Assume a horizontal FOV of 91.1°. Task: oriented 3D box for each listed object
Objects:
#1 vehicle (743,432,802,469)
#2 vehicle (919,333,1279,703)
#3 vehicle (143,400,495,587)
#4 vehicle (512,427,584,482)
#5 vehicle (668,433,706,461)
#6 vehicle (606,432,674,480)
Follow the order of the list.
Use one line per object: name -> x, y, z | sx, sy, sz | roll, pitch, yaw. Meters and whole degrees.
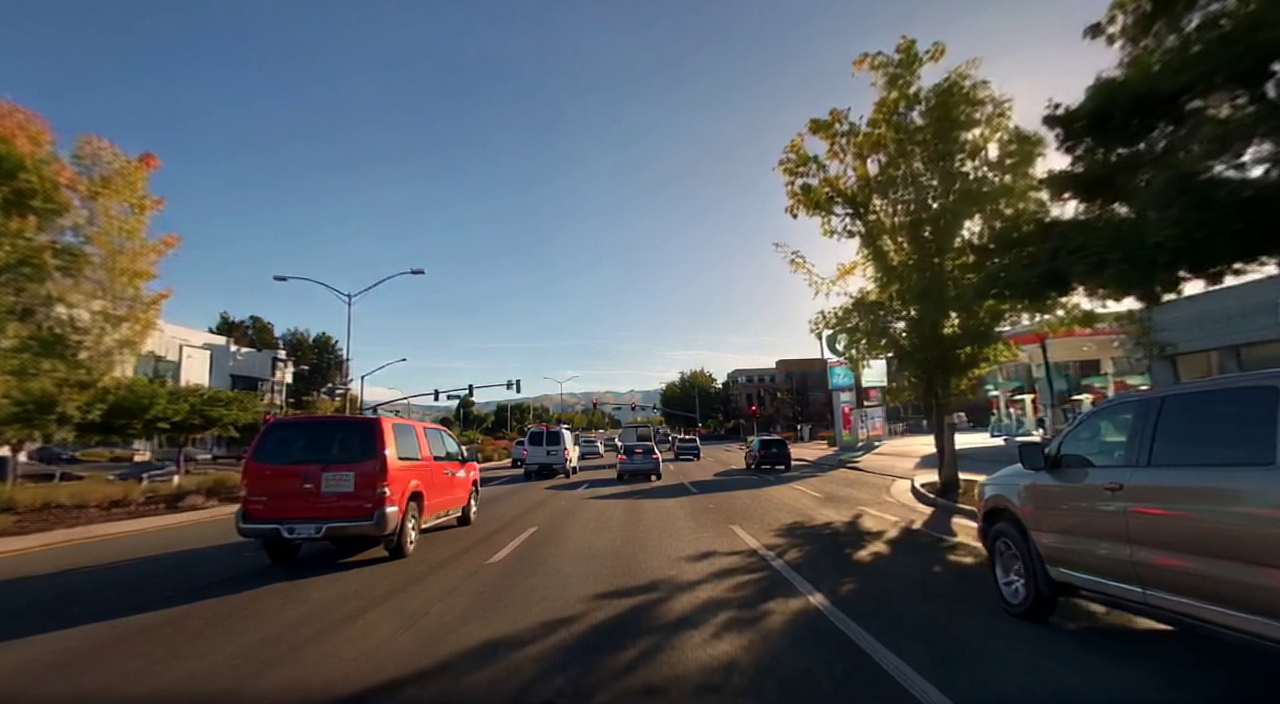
vehicle -> 6.563, 4.939, 31.561 | 2.119, 1.696, 4.623 | 0, -8, 2
vehicle -> 3.654, 0.972, 3.526 | 2.055, 1.786, 4.817 | 0, -8, 2
vehicle -> -3.632, 1.713, 8.563 | 2.002, 1.747, 5.173 | 0, -8, 1
vehicle -> -3.498, 4.004, 24.820 | 2.025, 1.936, 4.995 | 0, -8, 1
vehicle -> 3.255, 6.721, 44.411 | 2.193, 1.795, 5.130 | 0, -8, -1
vehicle -> 0.008, 4.152, 25.318 | 2.426, 1.703, 5.602 | 0, -8, 0
